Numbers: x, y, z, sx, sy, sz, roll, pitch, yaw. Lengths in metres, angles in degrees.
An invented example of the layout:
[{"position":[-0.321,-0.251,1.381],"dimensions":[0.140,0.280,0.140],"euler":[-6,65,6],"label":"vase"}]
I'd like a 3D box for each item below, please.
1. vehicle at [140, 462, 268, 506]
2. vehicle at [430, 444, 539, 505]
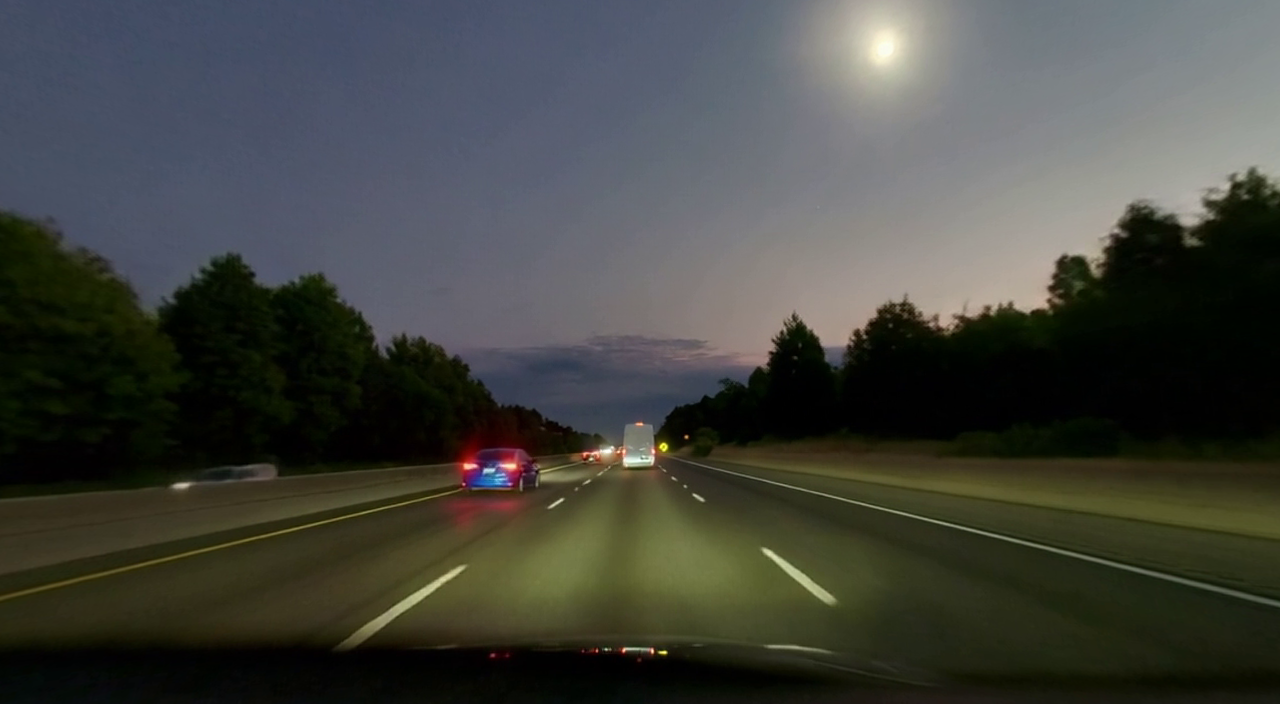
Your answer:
[{"position":[-18.410,5.551,26.931],"dimensions":[2.075,1.578,4.615],"euler":[0,-9,2],"label":"vehicle"},{"position":[-4.267,3.414,18.095],"dimensions":[1.916,1.506,4.476],"euler":[0,-9,1],"label":"vehicle"}]
